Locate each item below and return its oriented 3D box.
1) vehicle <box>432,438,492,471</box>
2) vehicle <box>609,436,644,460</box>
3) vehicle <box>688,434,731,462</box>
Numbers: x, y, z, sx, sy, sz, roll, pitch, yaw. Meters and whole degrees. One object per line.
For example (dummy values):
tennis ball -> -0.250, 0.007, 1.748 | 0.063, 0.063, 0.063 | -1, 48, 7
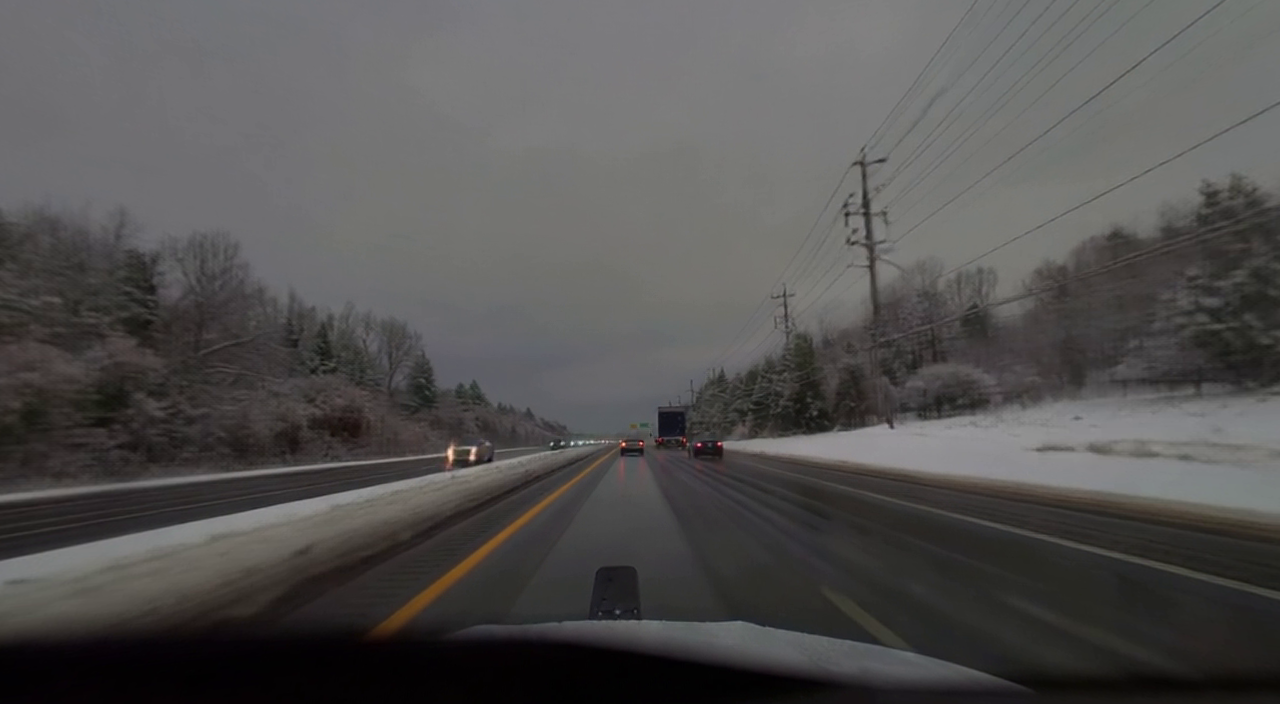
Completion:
vehicle -> -9.563, 5.511, 34.283 | 2.031, 1.646, 4.303 | 0, -8, 0
vehicle -> -0.886, 6.250, 41.397 | 2.163, 1.466, 3.693 | 0, -8, -1
vehicle -> 4.041, 5.631, 37.294 | 1.930, 1.573, 3.853 | 0, -8, -2
